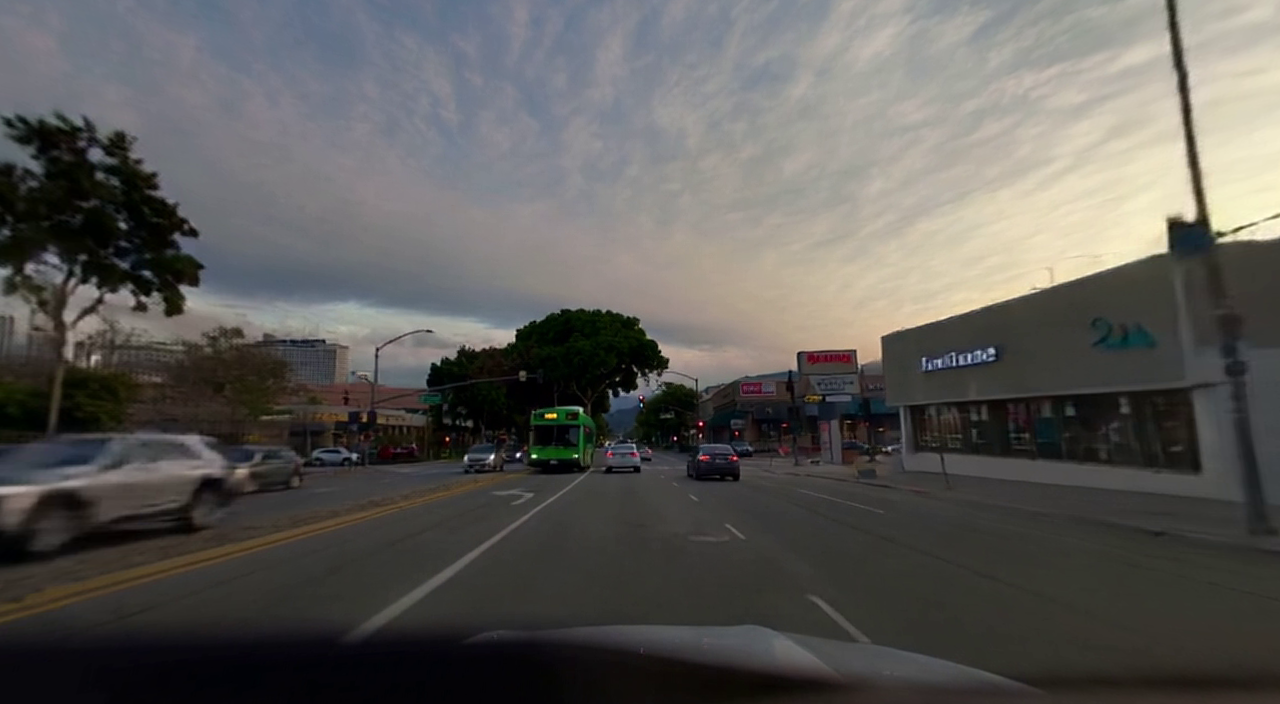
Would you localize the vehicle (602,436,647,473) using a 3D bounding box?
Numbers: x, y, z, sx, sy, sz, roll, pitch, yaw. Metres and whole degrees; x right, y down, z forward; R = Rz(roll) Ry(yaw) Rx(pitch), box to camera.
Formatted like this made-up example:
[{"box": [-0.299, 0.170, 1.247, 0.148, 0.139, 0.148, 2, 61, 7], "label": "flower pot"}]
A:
[{"box": [-0.868, 5.541, 34.362, 2.301, 1.837, 4.411, 0, -8, -2], "label": "vehicle"}]

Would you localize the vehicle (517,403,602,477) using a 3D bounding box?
[{"box": [-3.897, 4.824, 34.354, 3.018, 3.217, 13.998, 0, -8, -1], "label": "vehicle"}]

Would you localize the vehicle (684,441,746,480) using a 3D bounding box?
[{"box": [3.126, 4.608, 27.170, 2.046, 1.540, 3.883, 0, -8, -2], "label": "vehicle"}]

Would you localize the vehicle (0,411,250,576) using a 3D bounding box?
[{"box": [-8.264, 1.890, 9.149, 2.154, 1.832, 4.820, 0, -8, -1], "label": "vehicle"}]

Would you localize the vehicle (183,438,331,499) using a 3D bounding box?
[{"box": [-12.292, 3.735, 20.698, 1.967, 1.727, 4.608, 0, -8, -1], "label": "vehicle"}]

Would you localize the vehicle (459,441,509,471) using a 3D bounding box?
[{"box": [-9.508, 6.371, 38.842, 2.157, 1.731, 4.433, 0, -8, -3], "label": "vehicle"}]
